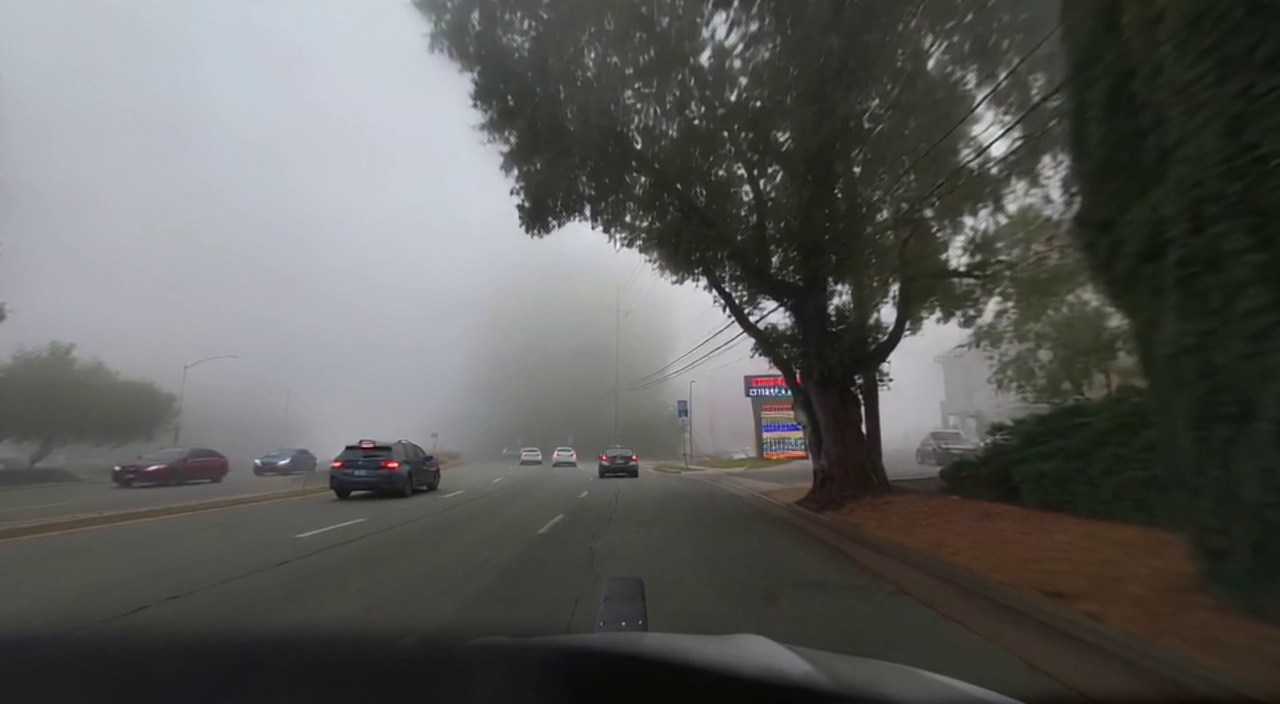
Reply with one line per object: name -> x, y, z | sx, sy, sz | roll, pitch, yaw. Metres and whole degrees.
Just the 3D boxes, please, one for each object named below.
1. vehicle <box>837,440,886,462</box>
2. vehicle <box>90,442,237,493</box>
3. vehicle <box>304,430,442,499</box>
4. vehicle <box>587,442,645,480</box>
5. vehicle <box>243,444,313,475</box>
vehicle -> 16.444, 7.387, 47.105 | 1.795, 1.485, 4.601 | 0, -9, -2
vehicle -> -18.997, 4.610, 25.560 | 2.118, 1.853, 5.012 | 1, -9, -2
vehicle -> -7.640, 3.259, 18.643 | 2.195, 1.752, 4.515 | 1, -9, -2
vehicle -> -1.111, 4.632, 26.974 | 2.130, 1.476, 4.453 | 1, -9, -6
vehicle -> -25.148, 7.478, 44.086 | 2.236, 1.962, 5.539 | 0, -9, -8
